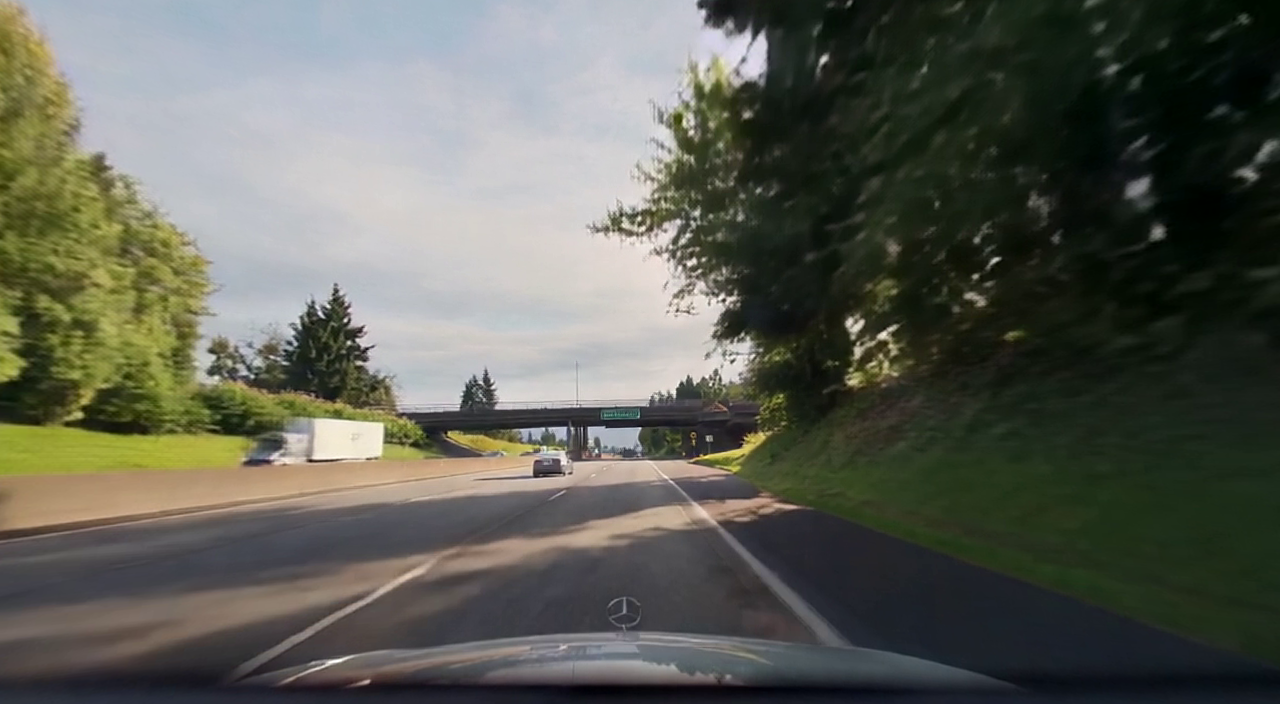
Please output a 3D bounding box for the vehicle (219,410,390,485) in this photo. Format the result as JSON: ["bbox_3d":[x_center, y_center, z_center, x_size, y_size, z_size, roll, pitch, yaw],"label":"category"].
[{"bbox_3d":[-20.300,6.107,40.132,2.907,3.842,14.891,0,-9,-1],"label":"vehicle"}]

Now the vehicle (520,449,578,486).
[{"bbox_3d":[-4.013,5.175,28.551,1.992,1.504,4.117,0,-9,1],"label":"vehicle"}]
